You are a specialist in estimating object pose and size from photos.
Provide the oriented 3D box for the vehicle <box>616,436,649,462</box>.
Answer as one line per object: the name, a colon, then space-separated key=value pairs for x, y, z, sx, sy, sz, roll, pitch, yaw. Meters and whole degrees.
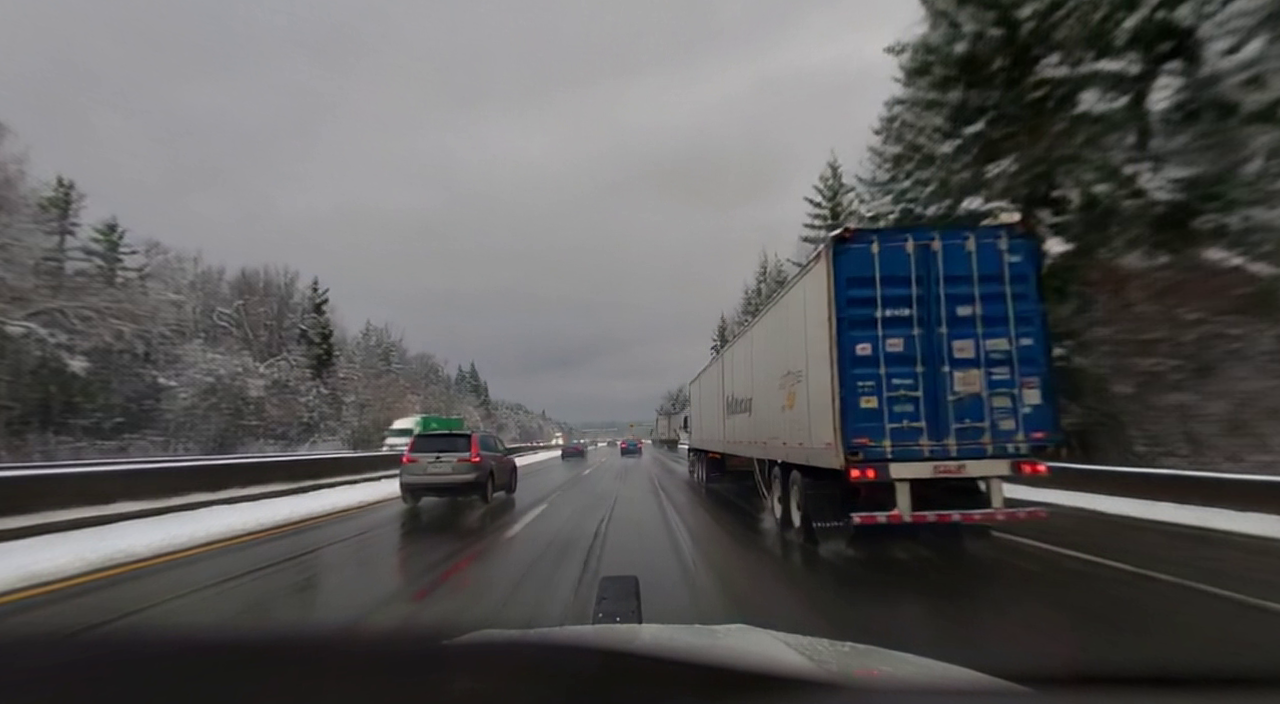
vehicle: x=-0.498 y=6.379 z=41.635 sx=2.088 sy=1.567 sz=4.240 roll=0 pitch=-8 yaw=-1

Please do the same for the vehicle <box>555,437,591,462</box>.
vehicle: x=-4.423 y=6.497 z=42.119 sx=2.021 sy=1.514 sz=4.190 roll=0 pitch=-8 yaw=0

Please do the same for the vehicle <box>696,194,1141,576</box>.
vehicle: x=3.517 y=1.226 z=13.870 sx=2.959 sy=4.058 sz=14.485 roll=0 pitch=-8 yaw=-1

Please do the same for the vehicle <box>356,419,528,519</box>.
vehicle: x=-3.739 y=2.265 z=12.863 sx=2.054 sy=1.671 sz=4.445 roll=0 pitch=-8 yaw=0
